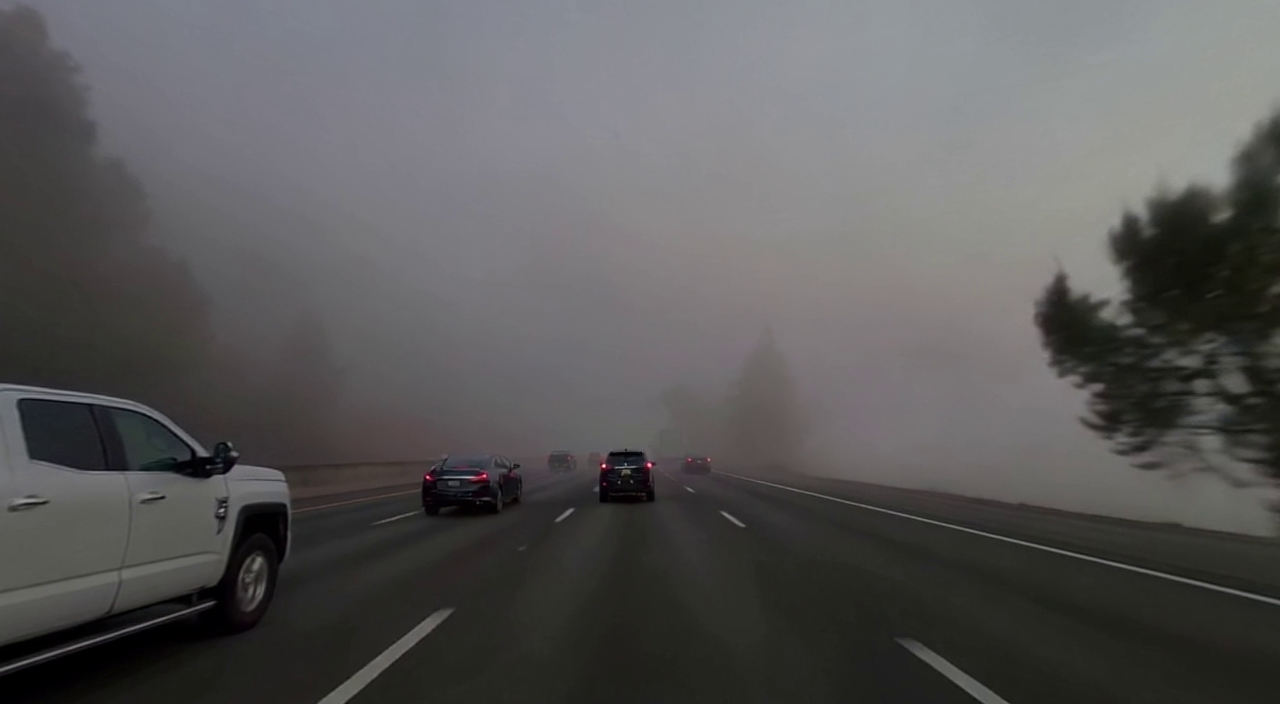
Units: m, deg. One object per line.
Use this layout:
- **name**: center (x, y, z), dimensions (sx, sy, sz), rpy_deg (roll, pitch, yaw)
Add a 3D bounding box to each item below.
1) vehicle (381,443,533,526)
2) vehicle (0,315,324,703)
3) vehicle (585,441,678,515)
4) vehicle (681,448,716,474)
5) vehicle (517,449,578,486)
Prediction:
- **vehicle**: center (-3.732, 2.784, 13.833), dimensions (1.988, 1.501, 4.438), rpy_deg (0, -9, 0)
- **vehicle**: center (-3.921, 0.831, 2.981), dimensions (2.243, 1.889, 4.949), rpy_deg (0, -9, 0)
- **vehicle**: center (-0.198, 2.994, 15.406), dimensions (1.996, 1.574, 3.426), rpy_deg (0, -9, -1)
- **vehicle**: center (3.762, 7.087, 41.173), dimensions (1.858, 1.537, 3.838), rpy_deg (0, -9, -1)
- **vehicle**: center (-3.995, 5.056, 27.947), dimensions (1.999, 1.484, 4.269), rpy_deg (0, -9, 0)
